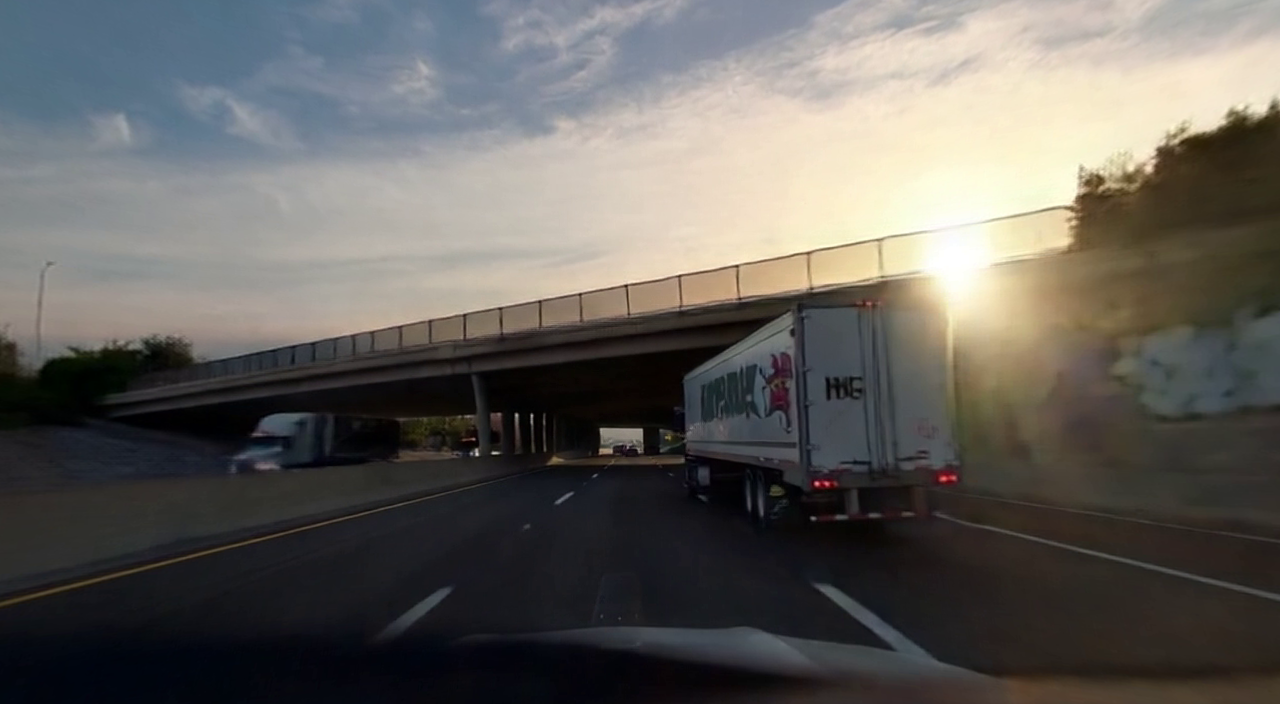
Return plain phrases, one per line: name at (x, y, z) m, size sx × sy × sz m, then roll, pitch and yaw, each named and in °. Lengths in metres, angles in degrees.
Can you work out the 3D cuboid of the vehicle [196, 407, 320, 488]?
vehicle at (-20.746, 5.247, 34.651) m, size 3.012 × 4.000 × 5.979 m, roll 0°, pitch -9°, yaw -1°
